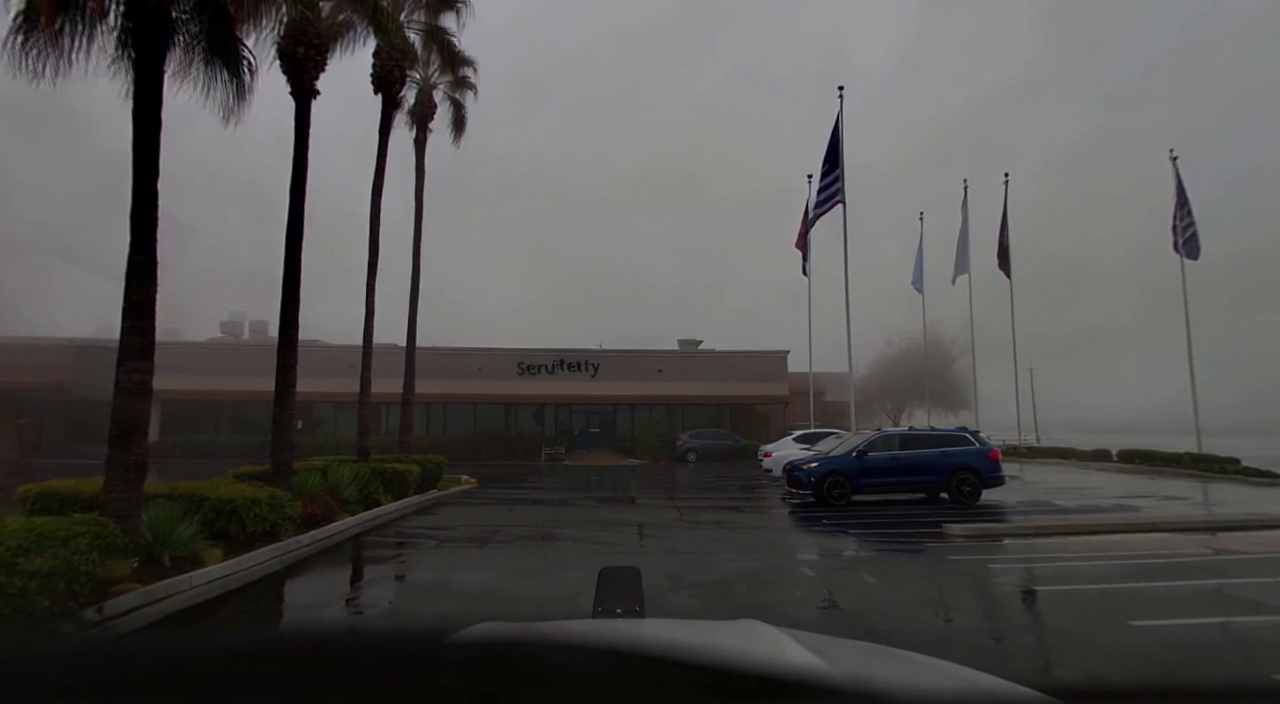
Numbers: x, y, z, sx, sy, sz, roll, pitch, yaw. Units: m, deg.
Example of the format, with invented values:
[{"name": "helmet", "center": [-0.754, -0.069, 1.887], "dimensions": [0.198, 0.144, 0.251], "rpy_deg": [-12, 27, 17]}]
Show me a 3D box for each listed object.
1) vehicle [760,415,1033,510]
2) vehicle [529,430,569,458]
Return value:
[{"name": "vehicle", "center": [4.883, 2.174, 12.565], "dimensions": [4.567, 1.723, 1.926], "rpy_deg": [0, -8, 0]}, {"name": "vehicle", "center": [-6.641, 6.776, 46.314], "dimensions": [1.943, 1.890, 4.472], "rpy_deg": [-3, -8, 4]}]
